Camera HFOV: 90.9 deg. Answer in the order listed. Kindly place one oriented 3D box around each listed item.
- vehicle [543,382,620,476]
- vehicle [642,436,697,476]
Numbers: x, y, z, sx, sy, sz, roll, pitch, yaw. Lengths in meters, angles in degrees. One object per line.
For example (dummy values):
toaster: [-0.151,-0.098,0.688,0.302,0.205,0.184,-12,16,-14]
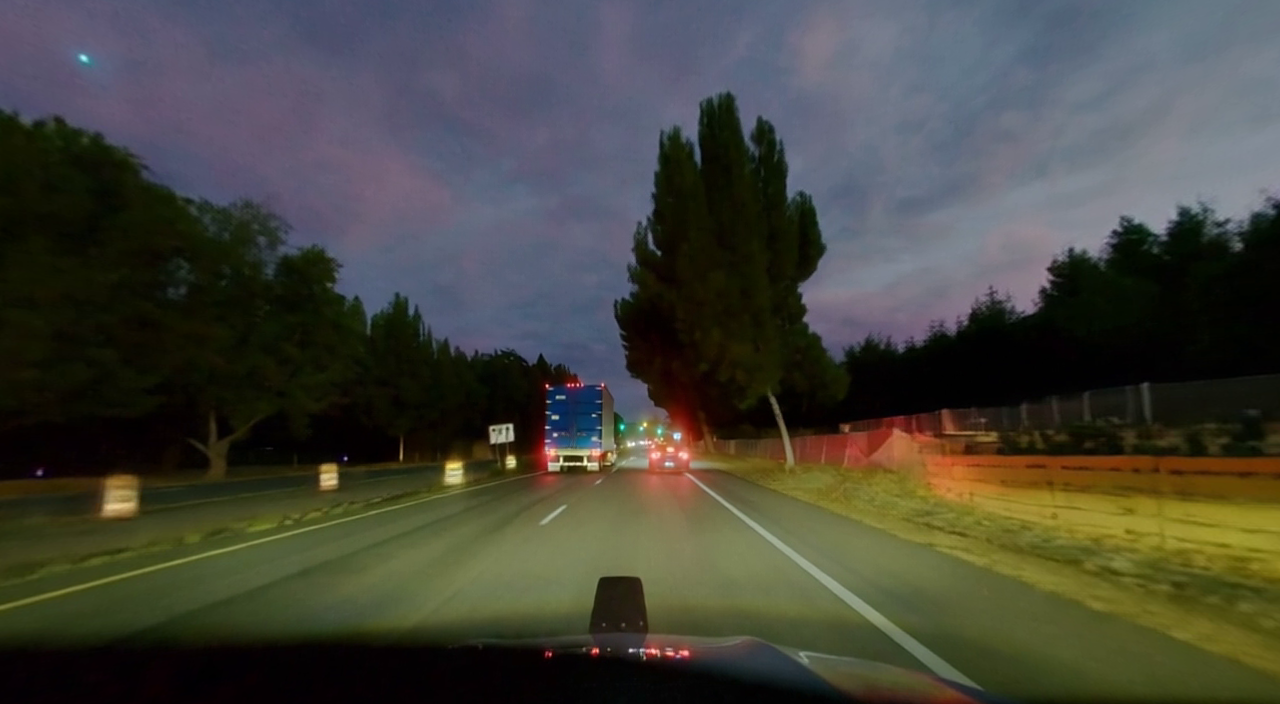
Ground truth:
vehicle: [-2.845,4.521,35.695,2.906,4.115,15.715,0,-8,0]
vehicle: [1.259,4.775,29.172,2.304,1.675,4.462,0,-8,0]
